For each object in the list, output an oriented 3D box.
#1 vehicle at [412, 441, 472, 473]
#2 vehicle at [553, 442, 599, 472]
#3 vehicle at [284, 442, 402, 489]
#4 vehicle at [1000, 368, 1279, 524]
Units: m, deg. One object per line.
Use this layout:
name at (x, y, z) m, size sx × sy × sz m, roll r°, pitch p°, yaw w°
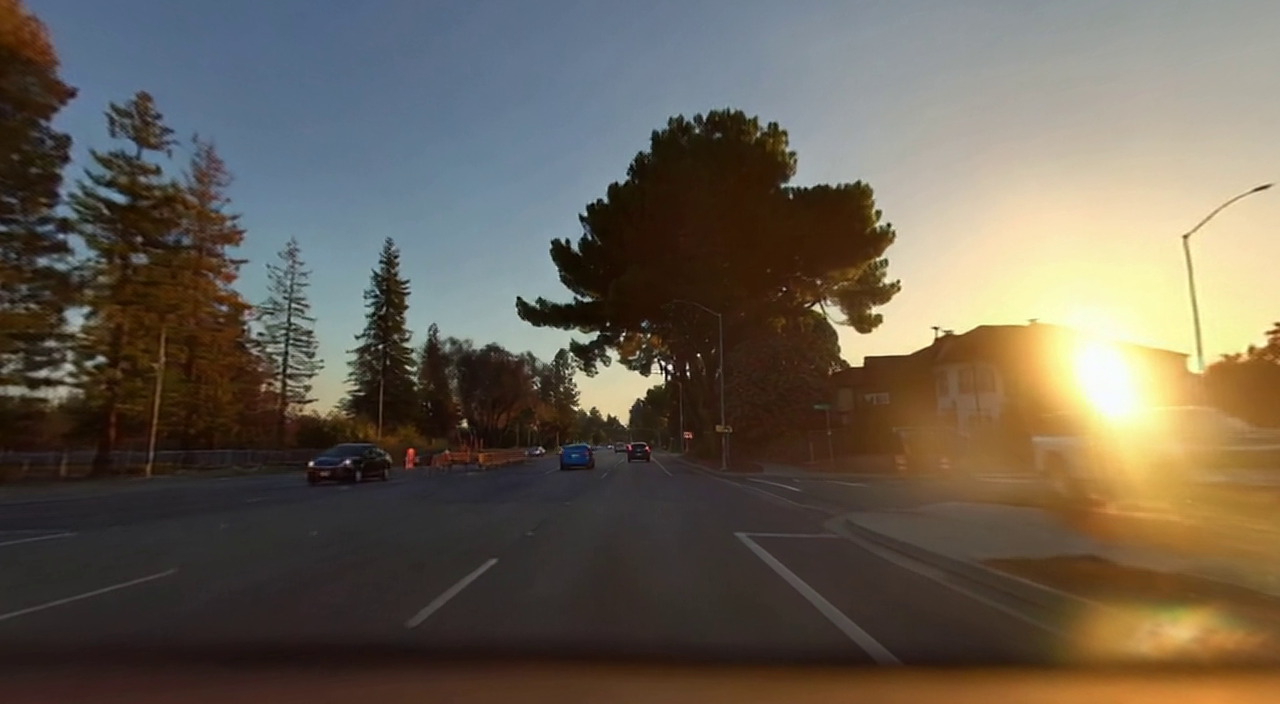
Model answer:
vehicle at (-11.210, 5.978, 35.982) m, size 2.014 × 1.674 × 4.337 m, roll 0°, pitch -9°, yaw -1°
vehicle at (-3.822, 6.363, 38.337) m, size 2.198 × 1.663 × 4.519 m, roll 0°, pitch -9°, yaw 2°
vehicle at (-10.629, 4.083, 23.022) m, size 2.009 × 1.541 × 4.753 m, roll 0°, pitch -9°, yaw -1°
vehicle at (9.061, 1.626, 10.942) m, size 2.352 × 1.991 × 5.862 m, roll 0°, pitch -9°, yaw 3°
